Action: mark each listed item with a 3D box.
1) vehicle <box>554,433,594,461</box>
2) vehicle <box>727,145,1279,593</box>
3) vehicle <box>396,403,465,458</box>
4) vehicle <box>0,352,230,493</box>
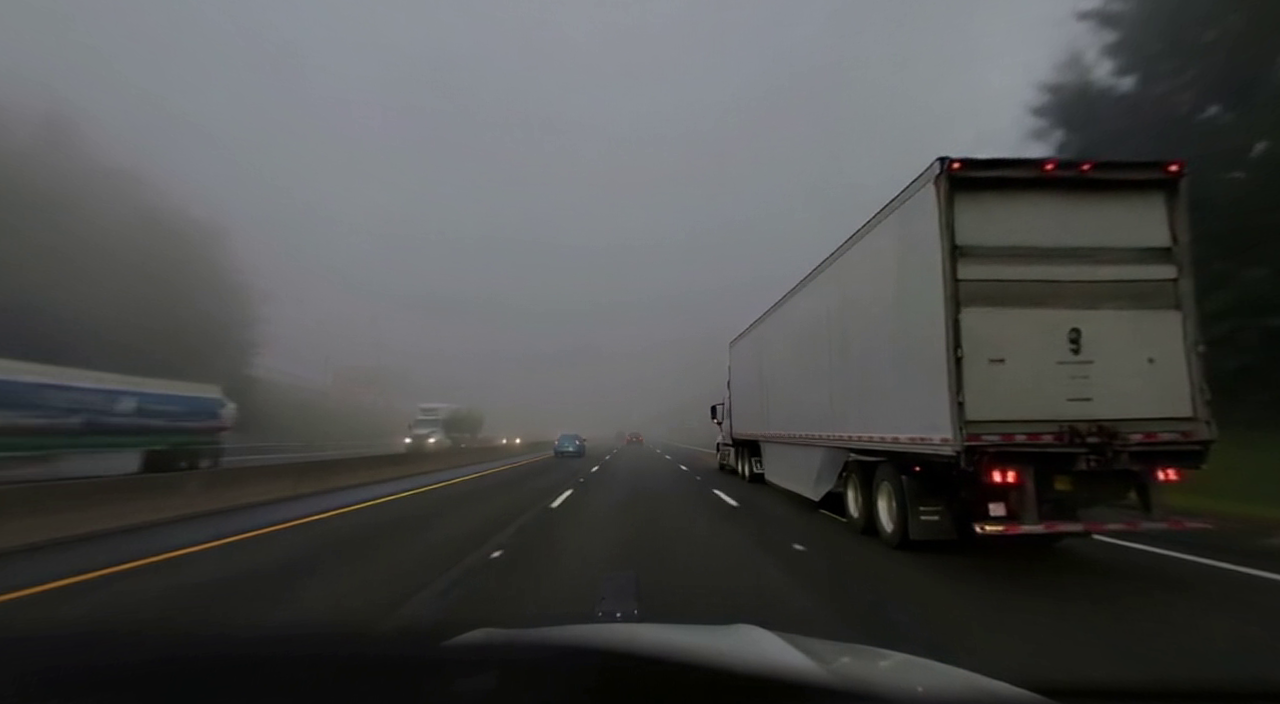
[{"bbox_3d":[-3.646,5.322,35.528,1.930,1.484,3.849,0,-8,-1],"label":"vehicle"},{"bbox_3d":[3.944,0.806,10.993,2.871,3.815,11.331,0,-8,-2],"label":"vehicle"},{"bbox_3d":[-15.668,5.980,47.656,3.132,3.881,5.928,0,-8,-1],"label":"vehicle"},{"bbox_3d":[-20.190,2.516,21.778,2.843,4.105,13.825,0,-8,-1],"label":"vehicle"}]
